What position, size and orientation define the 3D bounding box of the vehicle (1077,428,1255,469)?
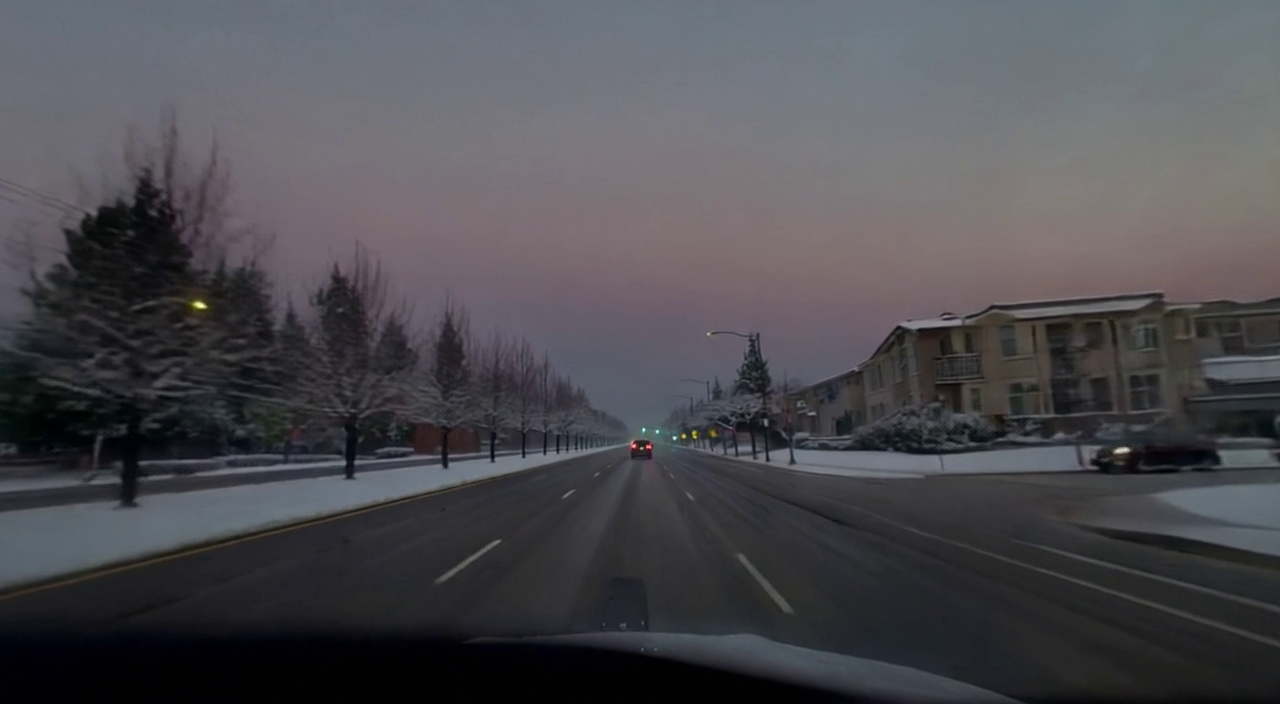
[{"bbox_3d":[20.324,3.760,24.569,4.900,1.530,2.211,0,-9,1],"label":"vehicle"}]
